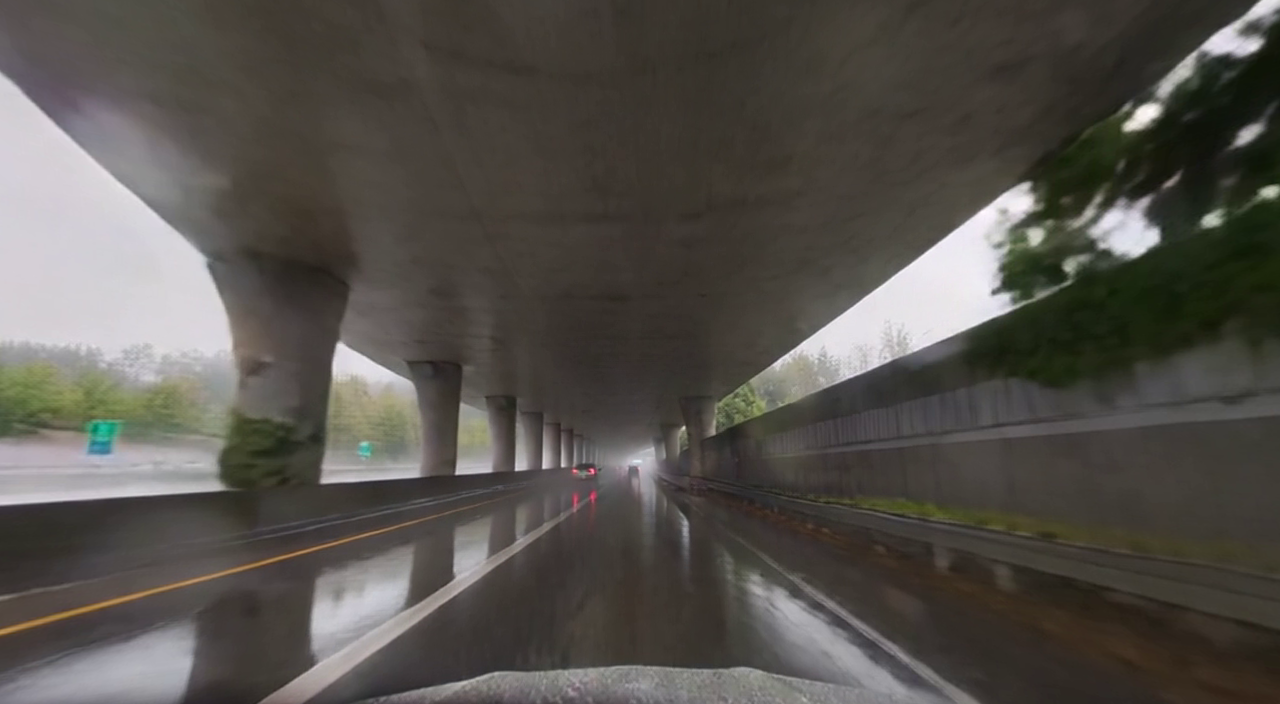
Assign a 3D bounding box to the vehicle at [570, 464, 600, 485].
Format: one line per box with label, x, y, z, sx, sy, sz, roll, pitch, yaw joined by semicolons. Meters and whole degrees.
vehicle;-4.154;9.332;48.144;2.006;1.469;4.050;1;-10;-1
